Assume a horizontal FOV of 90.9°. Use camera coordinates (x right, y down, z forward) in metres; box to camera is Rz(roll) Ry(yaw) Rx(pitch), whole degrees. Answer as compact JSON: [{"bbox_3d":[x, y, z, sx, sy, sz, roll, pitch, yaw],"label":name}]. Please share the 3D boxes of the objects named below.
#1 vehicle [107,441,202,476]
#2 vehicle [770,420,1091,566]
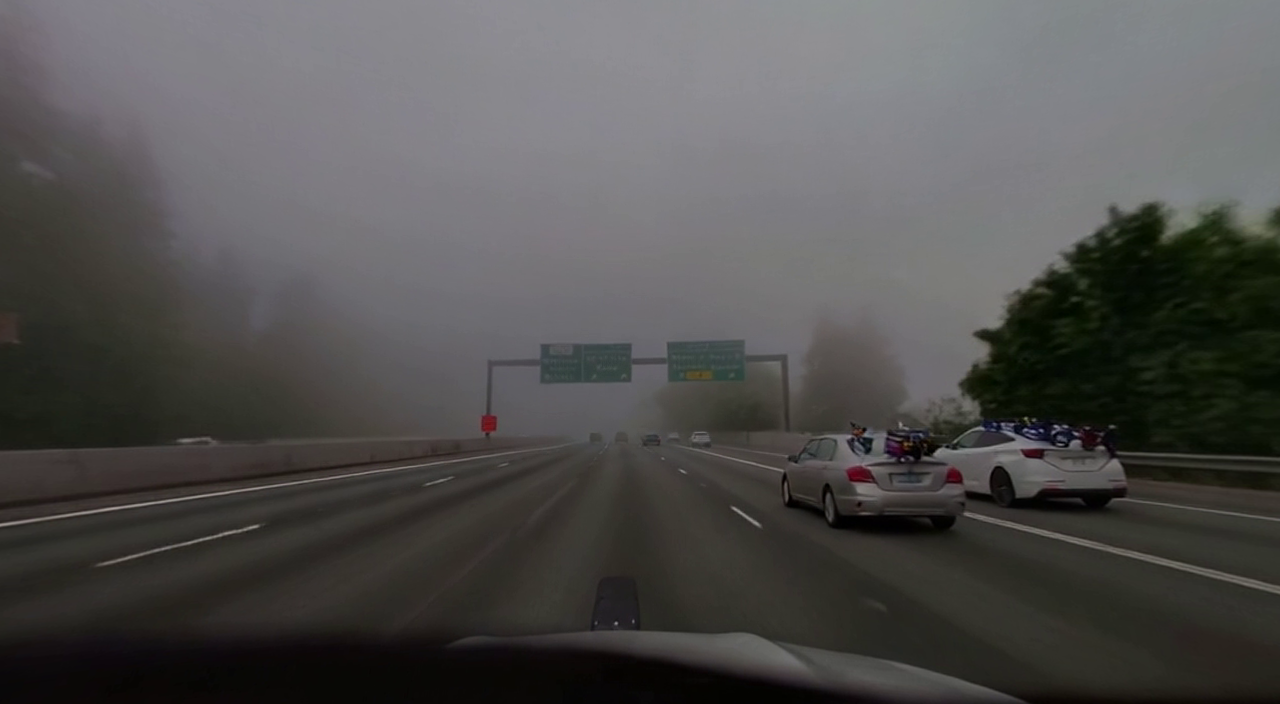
[{"bbox_3d":[-21.027,4.587,27.437,1.513,1.354,3.310,0,-7,-1],"label":"vehicle"},{"bbox_3d":[3.395,1.716,8.645,2.094,1.441,4.568,0,-8,-2],"label":"vehicle"}]
